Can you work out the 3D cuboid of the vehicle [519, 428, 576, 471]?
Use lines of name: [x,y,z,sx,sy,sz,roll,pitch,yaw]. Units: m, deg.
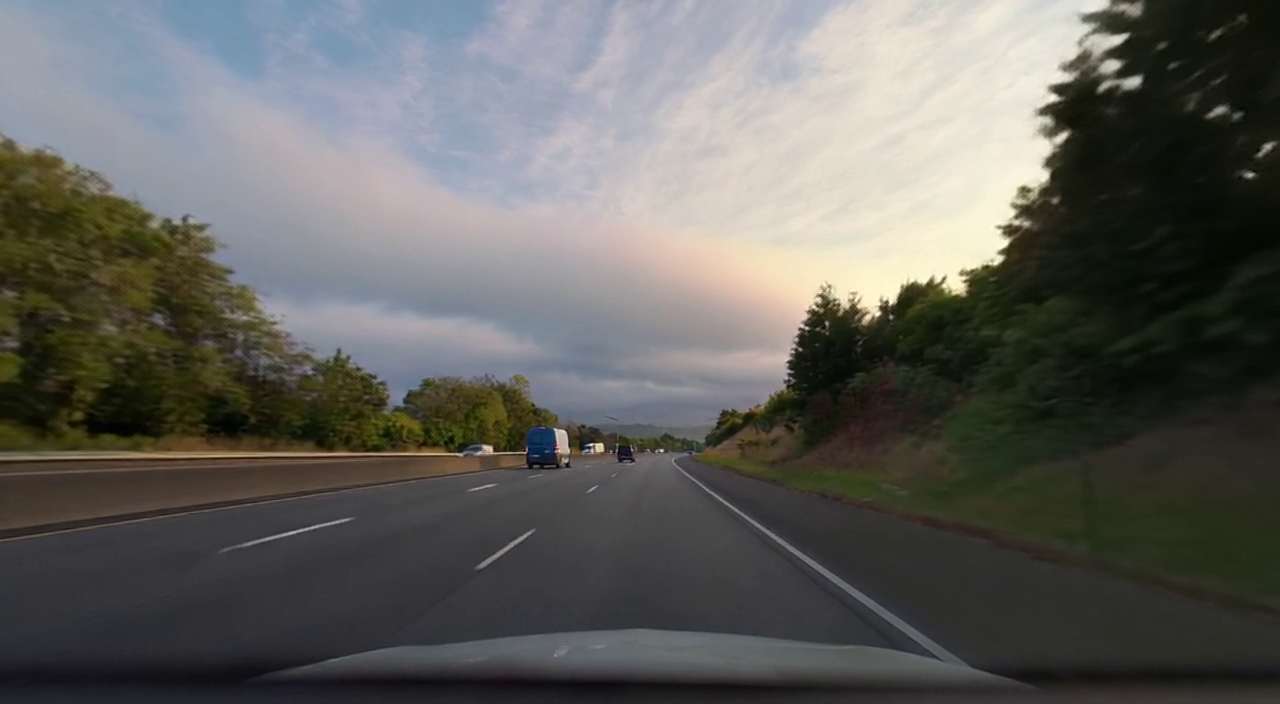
vehicle: [-5.632,6.077,39.309,2.449,2.471,6.130,0,-9,2]
